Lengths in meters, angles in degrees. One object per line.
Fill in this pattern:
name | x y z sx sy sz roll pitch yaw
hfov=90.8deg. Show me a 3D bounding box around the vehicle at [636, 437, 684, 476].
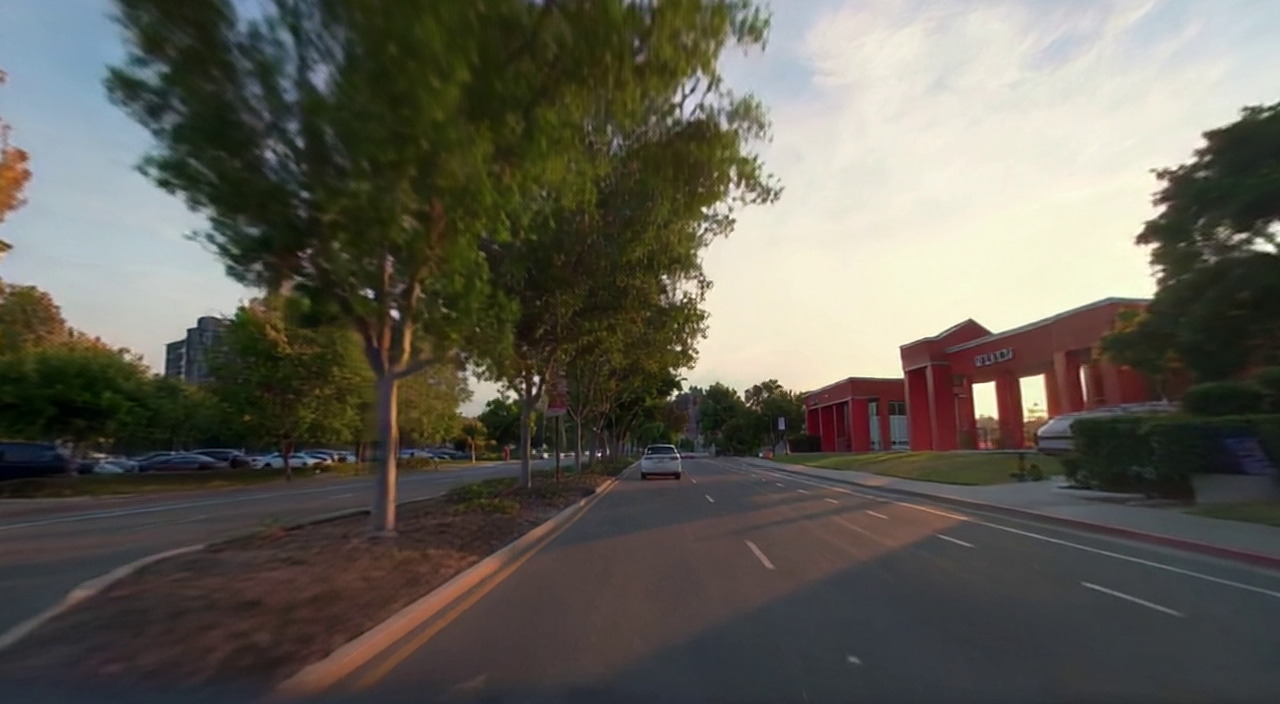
vehicle | 0.971 4.988 30.354 2.123 1.703 4.292 -1 -8 2
